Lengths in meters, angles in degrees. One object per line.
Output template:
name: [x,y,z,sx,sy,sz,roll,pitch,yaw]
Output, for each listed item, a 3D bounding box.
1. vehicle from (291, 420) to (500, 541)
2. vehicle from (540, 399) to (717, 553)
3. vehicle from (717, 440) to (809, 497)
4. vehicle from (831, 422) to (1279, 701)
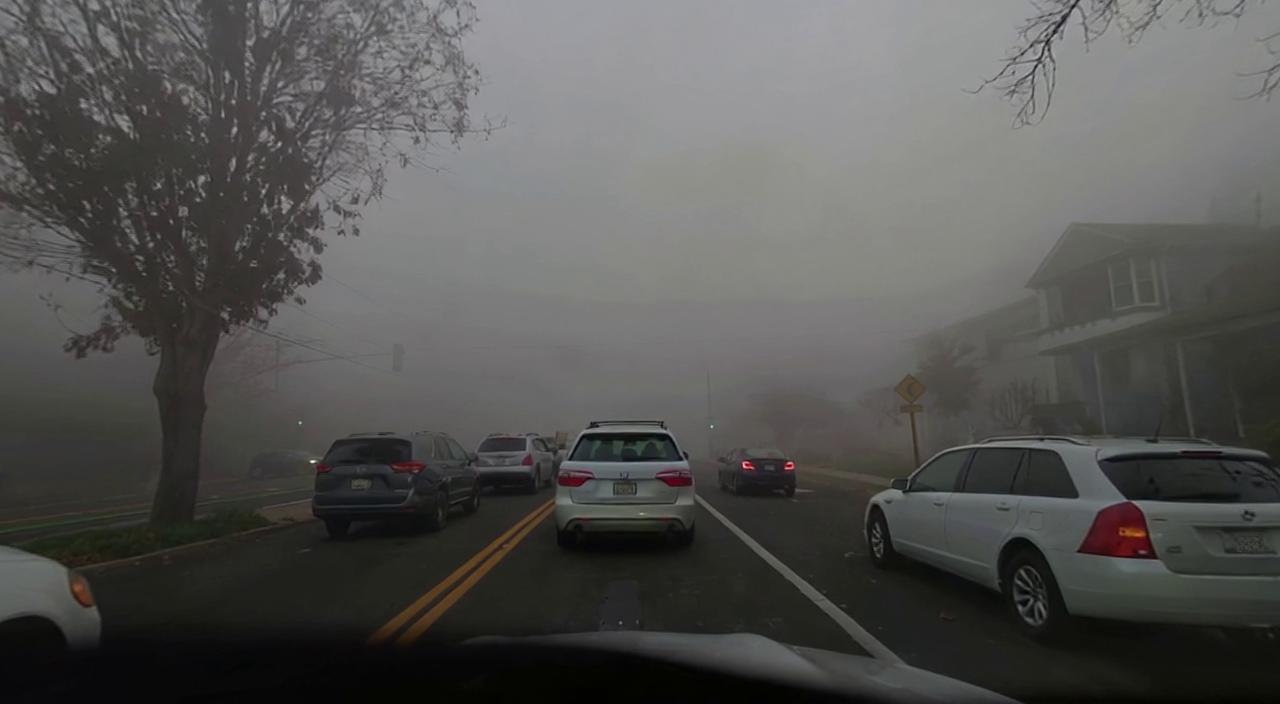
vehicle: [-3.717,2.019,10.585,1.864,1.576,4.324,0,-8,-1]
vehicle: [-0.231,1.826,9.940,2.164,1.867,4.254,0,-8,-3]
vehicle: [3.501,3.373,18.736,1.880,1.476,3.932,0,-8,-1]
vehicle: [3.474,1.462,5.757,1.977,1.480,4.589,0,-8,-1]
